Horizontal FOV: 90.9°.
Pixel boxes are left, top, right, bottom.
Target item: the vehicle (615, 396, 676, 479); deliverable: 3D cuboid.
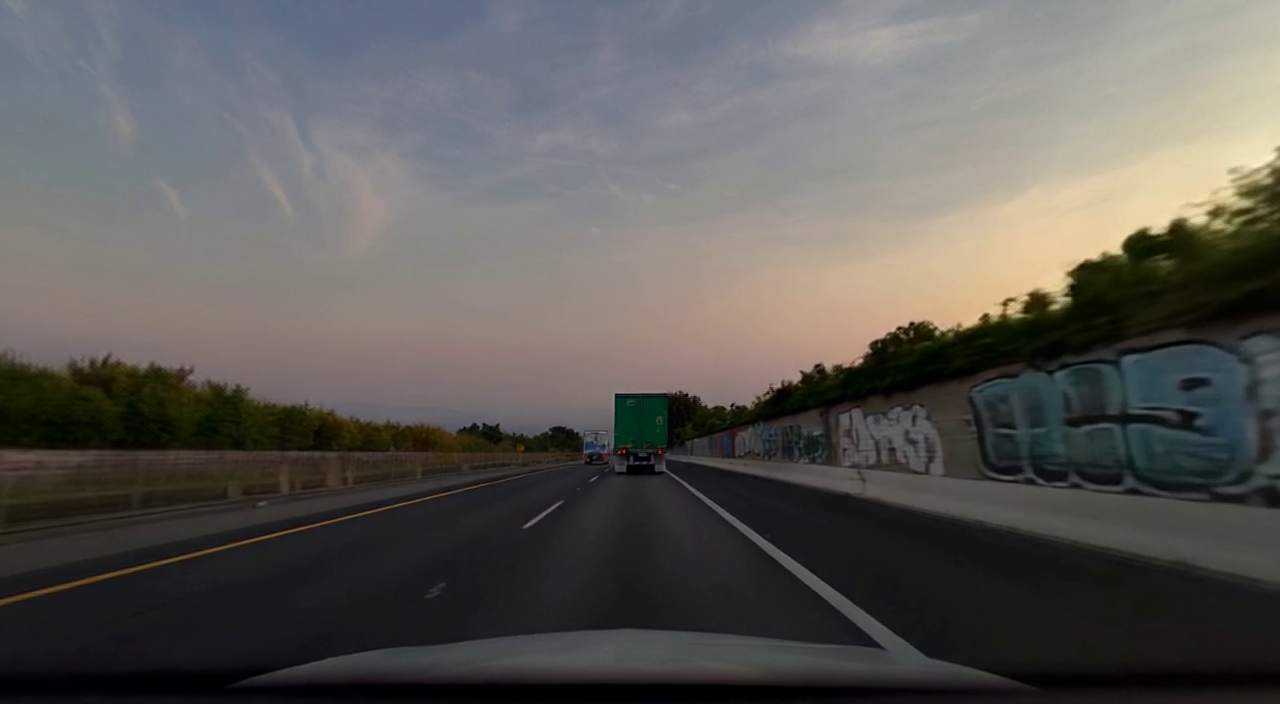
[{"bbox_3d":[0.135,4.902,35.527,2.900,3.955,10.151,0,-9,-1],"label":"vehicle"}]
